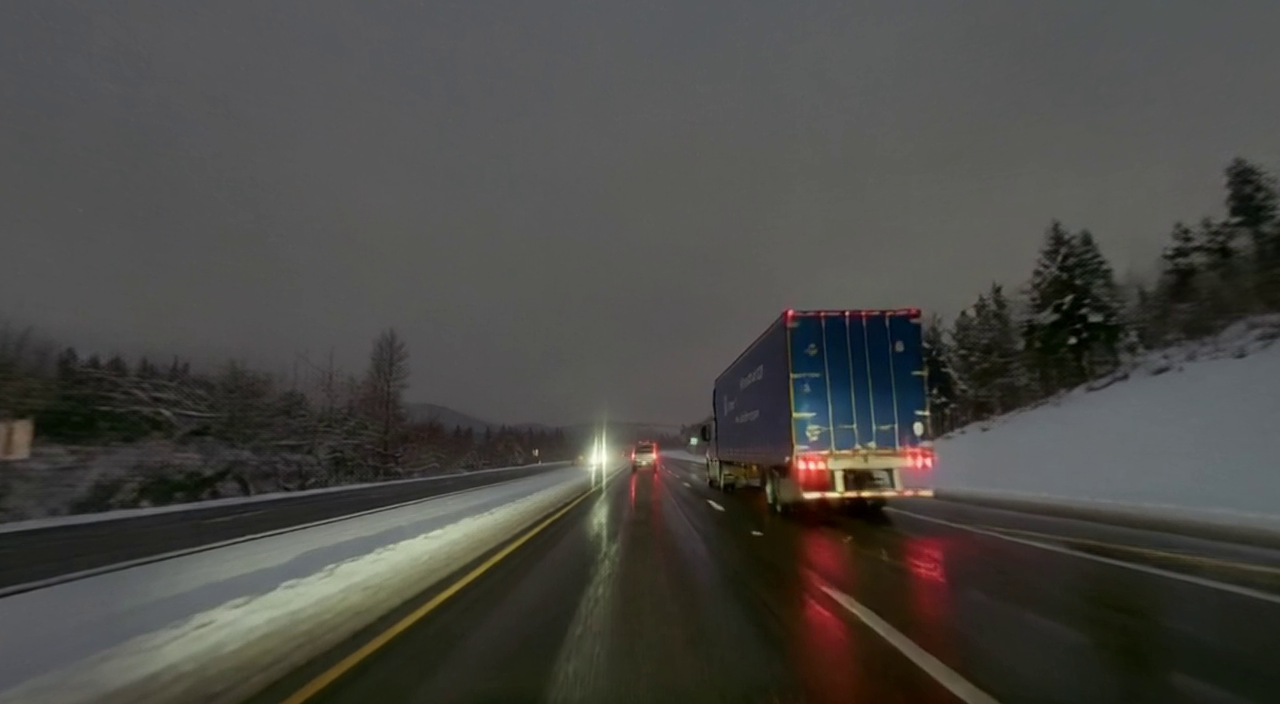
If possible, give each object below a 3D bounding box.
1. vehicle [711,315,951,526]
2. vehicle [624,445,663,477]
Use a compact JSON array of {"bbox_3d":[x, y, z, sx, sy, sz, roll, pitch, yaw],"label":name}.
[{"bbox_3d":[4.686,2.472,20.086,3.167,4.180,14.924,2,-9,1],"label":"vehicle"},{"bbox_3d":[0.242,6.364,36.845,2.160,1.691,4.243,-1,-9,1],"label":"vehicle"}]
